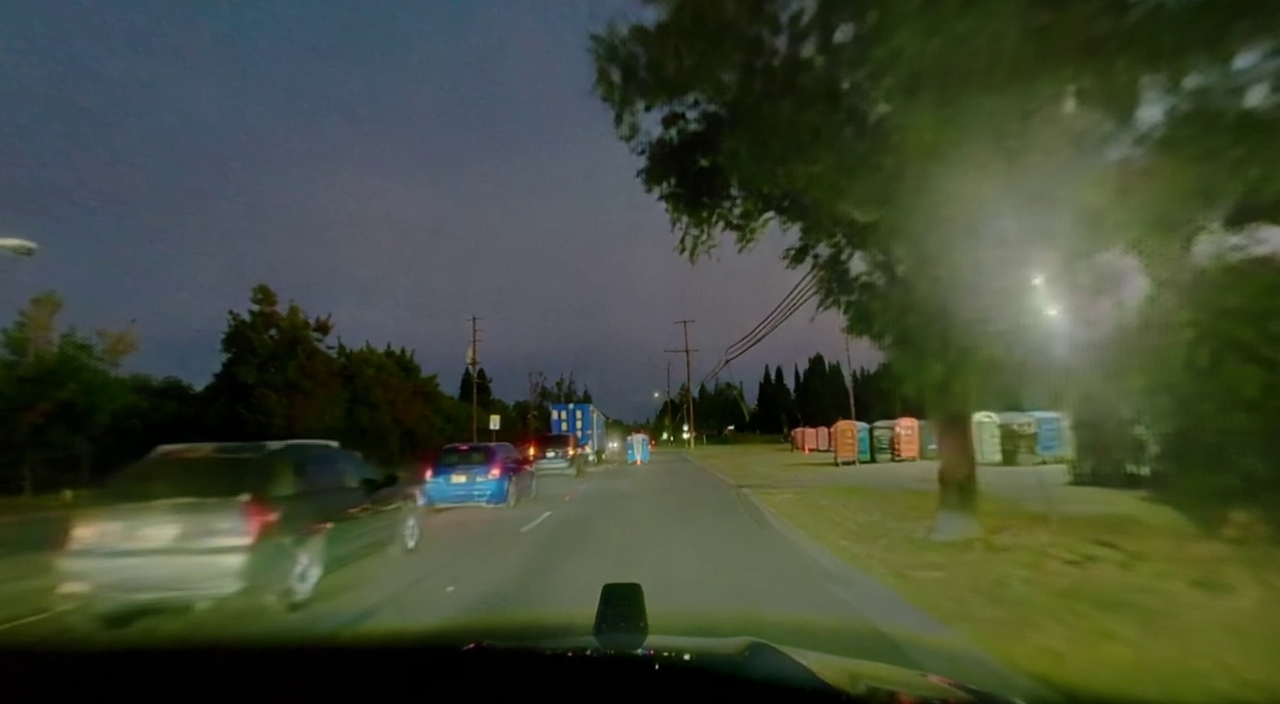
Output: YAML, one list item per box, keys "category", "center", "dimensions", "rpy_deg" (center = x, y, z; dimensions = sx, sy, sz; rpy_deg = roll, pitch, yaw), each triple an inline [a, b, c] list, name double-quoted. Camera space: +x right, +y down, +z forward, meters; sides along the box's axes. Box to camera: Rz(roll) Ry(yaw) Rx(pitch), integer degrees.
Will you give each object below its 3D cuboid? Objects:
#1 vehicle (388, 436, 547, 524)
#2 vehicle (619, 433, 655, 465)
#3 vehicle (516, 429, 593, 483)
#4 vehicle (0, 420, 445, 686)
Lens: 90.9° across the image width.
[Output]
- category: "vehicle"
  center: [-3.252, 2.506, 12.960]
  dimensions: [1.966, 1.466, 4.473]
  rpy_deg: [0, -8, 0]
- category: "vehicle"
  center: [-0.190, 6.065, 39.463]
  dimensions: [2.117, 1.861, 4.095]
  rpy_deg: [0, -8, 0]
- category: "vehicle"
  center: [-3.139, 3.961, 24.282]
  dimensions: [2.187, 1.821, 4.748]
  rpy_deg: [0, -8, 2]
- category: "vehicle"
  center: [-3.549, 1.480, 5.914]
  dimensions: [1.972, 1.486, 4.547]
  rpy_deg: [0, -8, 0]
